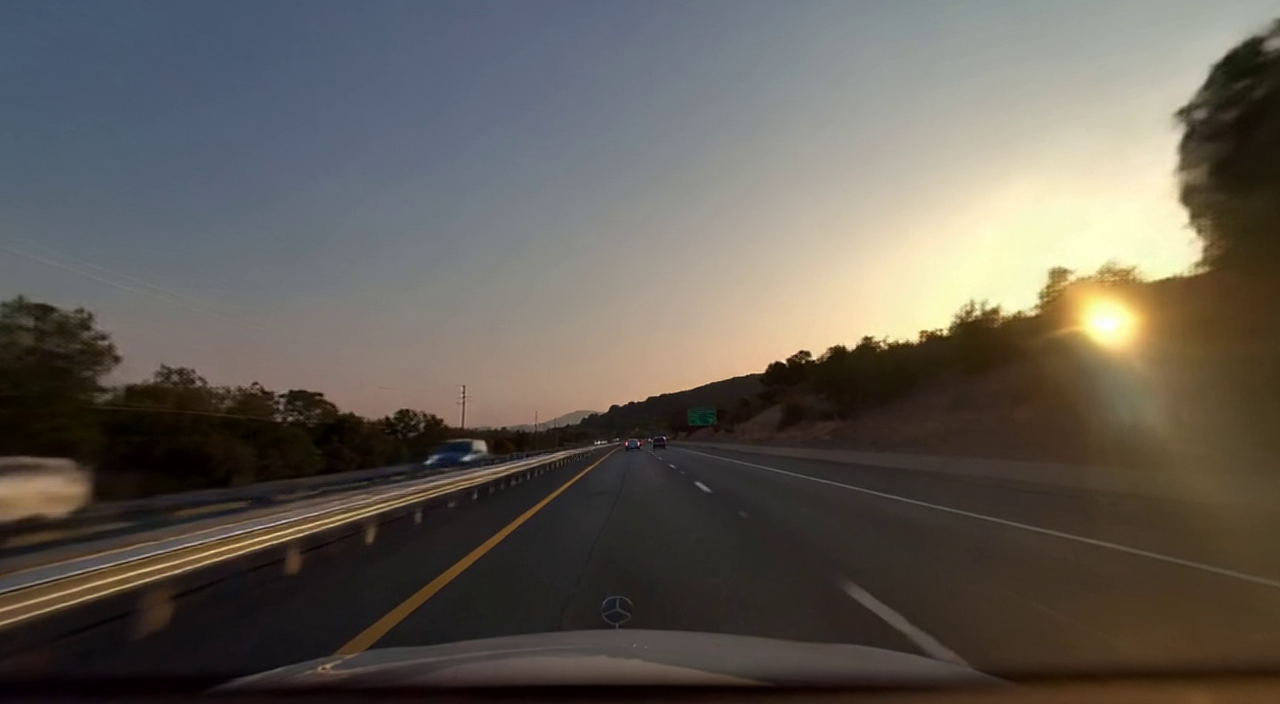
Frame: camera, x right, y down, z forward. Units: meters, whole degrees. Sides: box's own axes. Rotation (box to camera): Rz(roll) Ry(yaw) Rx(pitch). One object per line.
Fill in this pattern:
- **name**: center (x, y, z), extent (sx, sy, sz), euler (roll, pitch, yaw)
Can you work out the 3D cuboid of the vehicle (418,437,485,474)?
- **vehicle**: center (-9.115, 4.999, 30.886), extent (1.983, 1.630, 4.308), euler (0, -8, -1)
